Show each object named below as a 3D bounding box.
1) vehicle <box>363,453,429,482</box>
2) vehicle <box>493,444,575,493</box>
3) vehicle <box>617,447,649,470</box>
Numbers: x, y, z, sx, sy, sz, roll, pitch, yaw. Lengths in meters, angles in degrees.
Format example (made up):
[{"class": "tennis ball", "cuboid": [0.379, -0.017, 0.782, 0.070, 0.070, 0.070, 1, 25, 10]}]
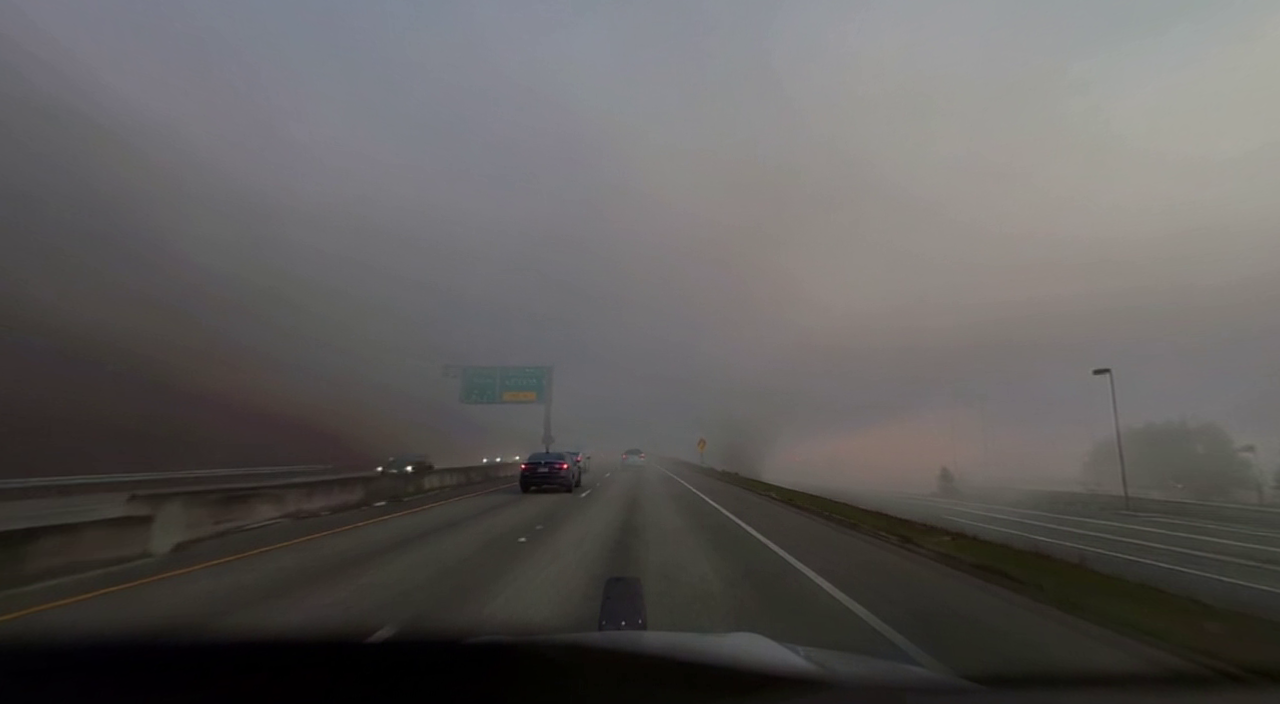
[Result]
[{"class": "vehicle", "cuboid": [-13.610, 6.447, 35.459, 1.854, 1.459, 4.565, 0, -8, 0]}, {"class": "vehicle", "cuboid": [-3.609, 4.037, 22.321, 2.067, 1.509, 4.551, 0, -8, 1]}, {"class": "vehicle", "cuboid": [-0.519, 7.387, 44.073, 2.100, 1.471, 3.956, 0, -8, -1]}]
